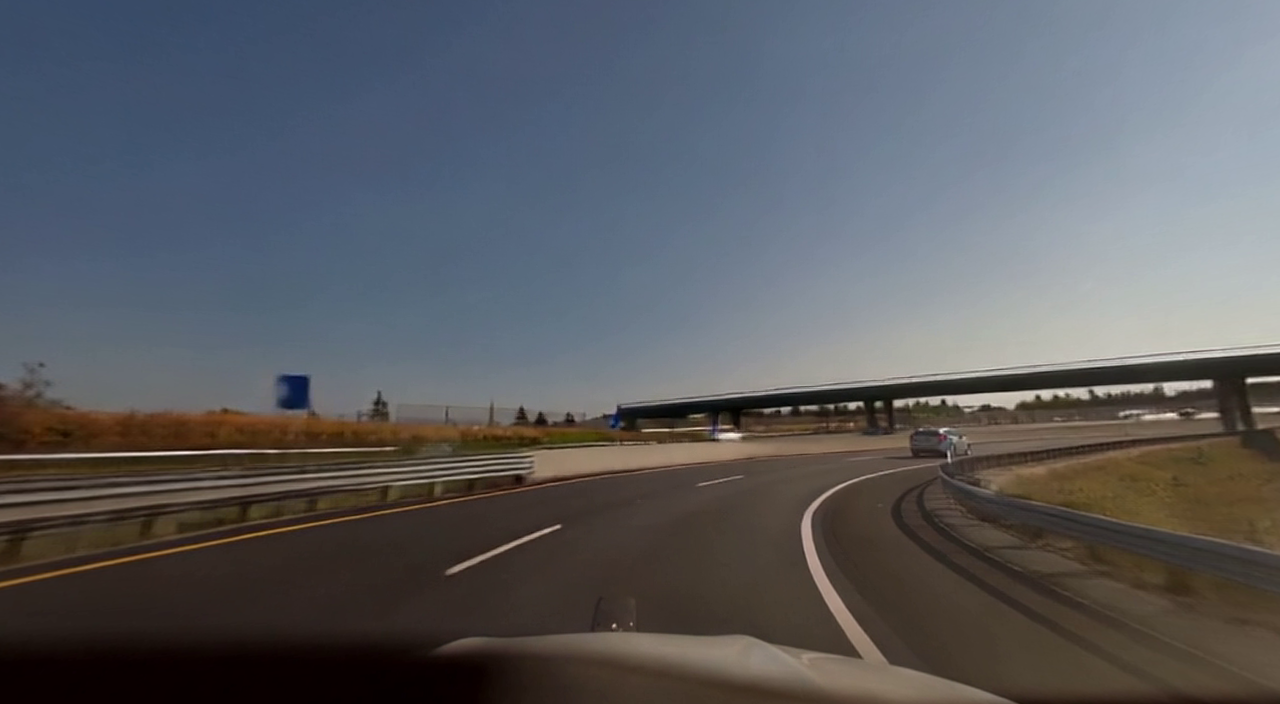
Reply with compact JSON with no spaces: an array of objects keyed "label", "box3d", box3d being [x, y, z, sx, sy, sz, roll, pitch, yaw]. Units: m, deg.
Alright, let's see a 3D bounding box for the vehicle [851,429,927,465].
[{"label":"vehicle","box3d":[11.333,4.258,28.486,2.028,1.440,3.970,-3,-8,40]}]
